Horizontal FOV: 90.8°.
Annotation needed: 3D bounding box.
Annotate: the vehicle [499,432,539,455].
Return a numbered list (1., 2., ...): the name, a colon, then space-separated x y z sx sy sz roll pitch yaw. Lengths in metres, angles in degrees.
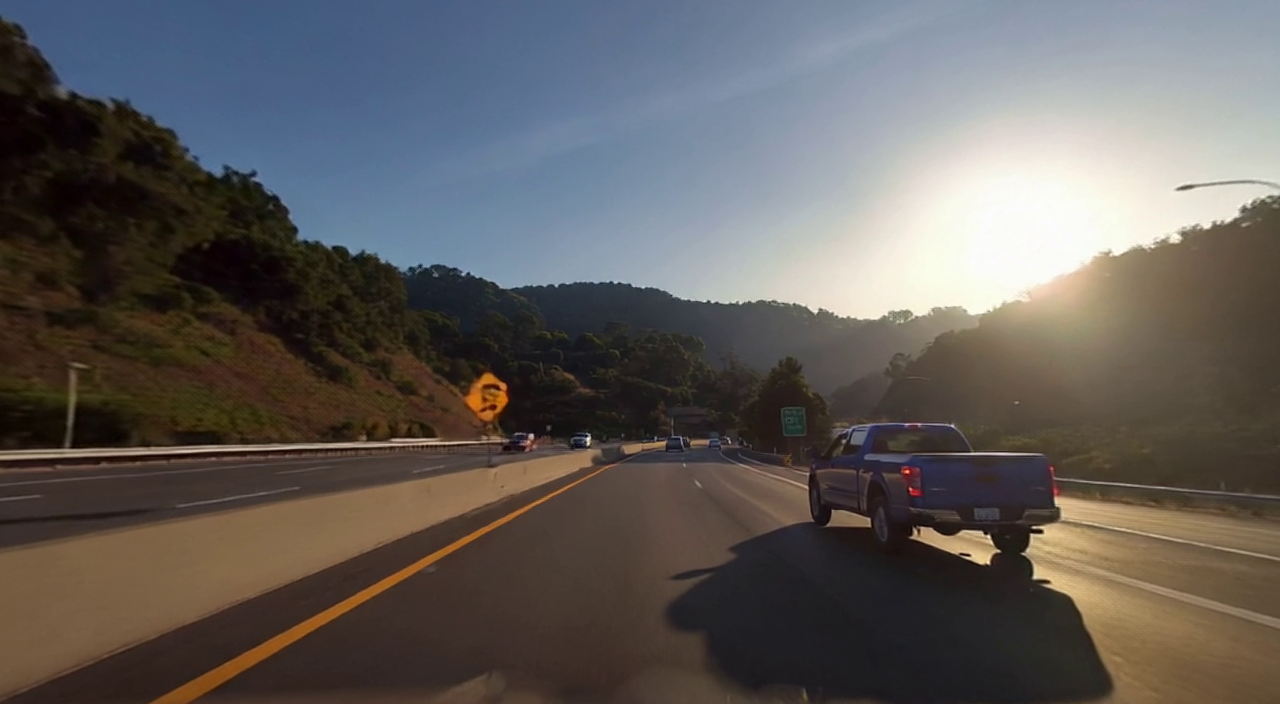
1. vehicle: -9.314 7.062 48.791 1.970 1.629 4.136 -1 -8 5

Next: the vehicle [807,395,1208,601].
1. vehicle: 3.784 1.591 7.850 2.151 1.744 4.709 0 -8 0
